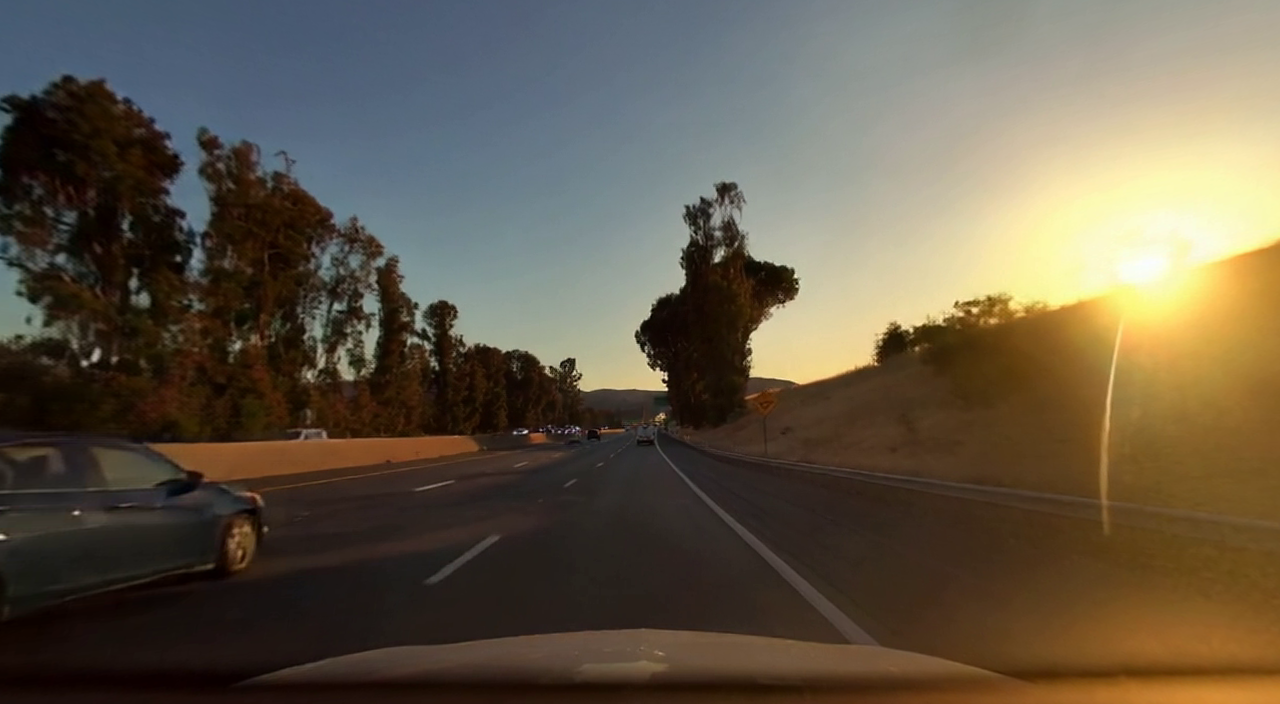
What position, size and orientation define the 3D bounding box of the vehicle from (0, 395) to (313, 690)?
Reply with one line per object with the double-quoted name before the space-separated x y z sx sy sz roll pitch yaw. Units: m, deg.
"vehicle" -4.445 1.125 4.084 2.071 1.556 4.729 0 -8 1
